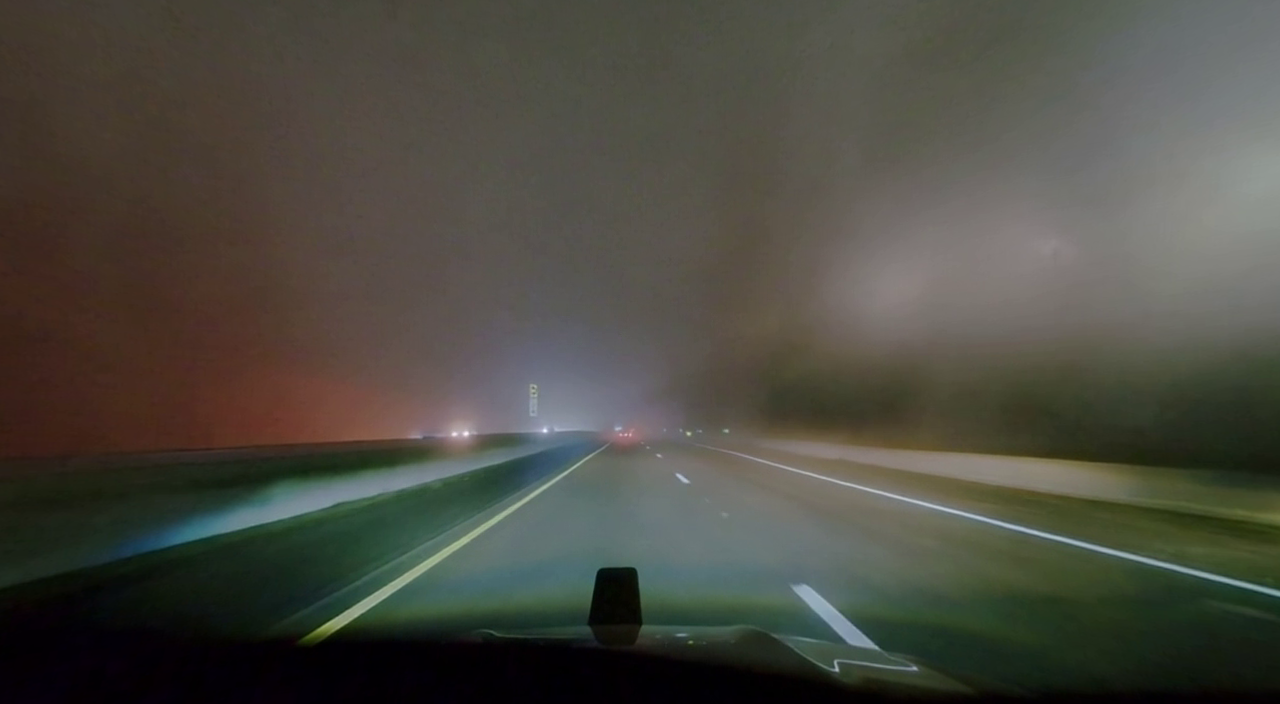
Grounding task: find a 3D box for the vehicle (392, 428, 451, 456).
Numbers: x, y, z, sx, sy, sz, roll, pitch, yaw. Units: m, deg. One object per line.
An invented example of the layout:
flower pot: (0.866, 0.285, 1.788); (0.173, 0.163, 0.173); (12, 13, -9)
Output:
vehicle: (-13.241, 5.458, 38.375); (1.949, 1.576, 4.484); (0, -7, 0)
